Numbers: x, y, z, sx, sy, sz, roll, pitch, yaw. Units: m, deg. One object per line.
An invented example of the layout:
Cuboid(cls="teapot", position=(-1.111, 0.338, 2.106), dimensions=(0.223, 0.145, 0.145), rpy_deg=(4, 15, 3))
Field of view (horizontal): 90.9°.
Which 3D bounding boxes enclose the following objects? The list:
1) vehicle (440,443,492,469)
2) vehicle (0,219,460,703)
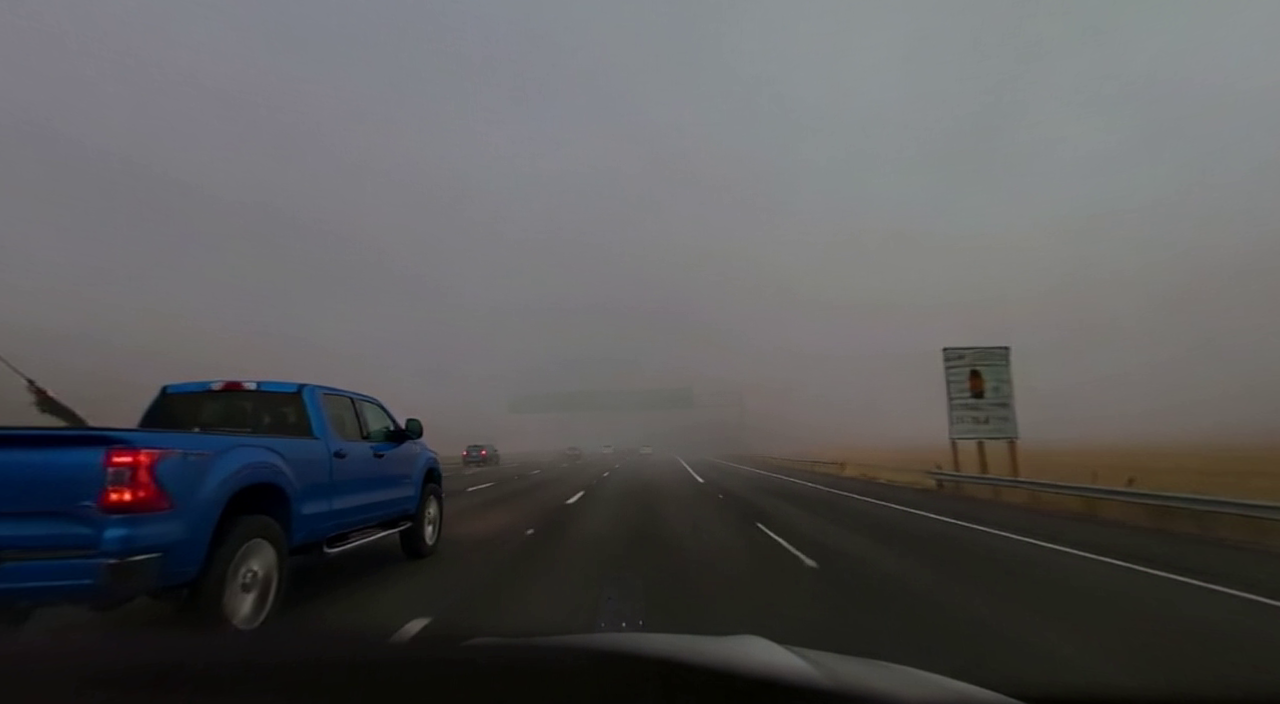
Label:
Cuboid(cls="vehicle", position=(-10.831, 6.495, 39.619), dimensions=(1.957, 1.565, 4.311), rpy_deg=(0, -8, 1))
Cuboid(cls="vehicle", position=(-3.566, 0.913, 4.611), dimensions=(2.601, 2.084, 6.068), rpy_deg=(0, -8, 1))
